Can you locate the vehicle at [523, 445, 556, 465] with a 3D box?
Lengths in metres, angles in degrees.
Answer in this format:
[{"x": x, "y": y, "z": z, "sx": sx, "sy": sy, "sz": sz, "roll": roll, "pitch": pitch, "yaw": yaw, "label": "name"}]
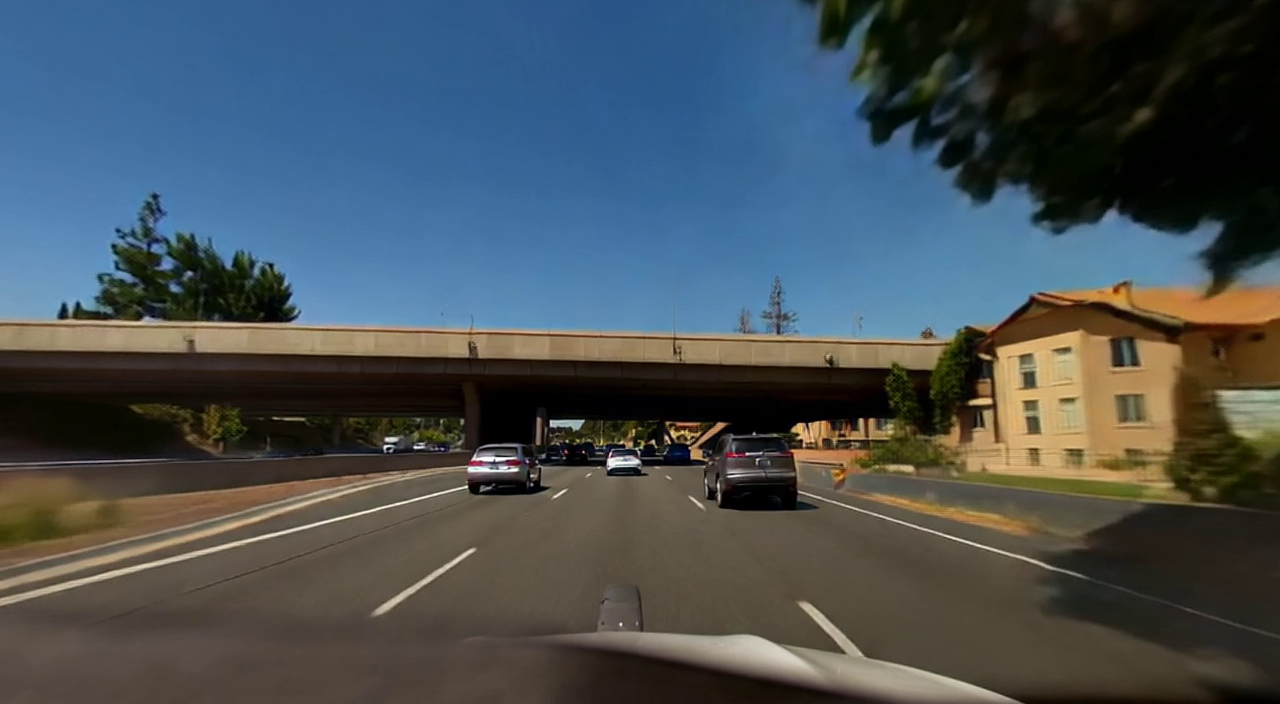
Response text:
[{"x": -7.754, "y": 7.973, "z": 49.135, "sx": 2.007, "sy": 1.519, "sz": 4.366, "roll": 0, "pitch": -8, "yaw": -3, "label": "vehicle"}]
